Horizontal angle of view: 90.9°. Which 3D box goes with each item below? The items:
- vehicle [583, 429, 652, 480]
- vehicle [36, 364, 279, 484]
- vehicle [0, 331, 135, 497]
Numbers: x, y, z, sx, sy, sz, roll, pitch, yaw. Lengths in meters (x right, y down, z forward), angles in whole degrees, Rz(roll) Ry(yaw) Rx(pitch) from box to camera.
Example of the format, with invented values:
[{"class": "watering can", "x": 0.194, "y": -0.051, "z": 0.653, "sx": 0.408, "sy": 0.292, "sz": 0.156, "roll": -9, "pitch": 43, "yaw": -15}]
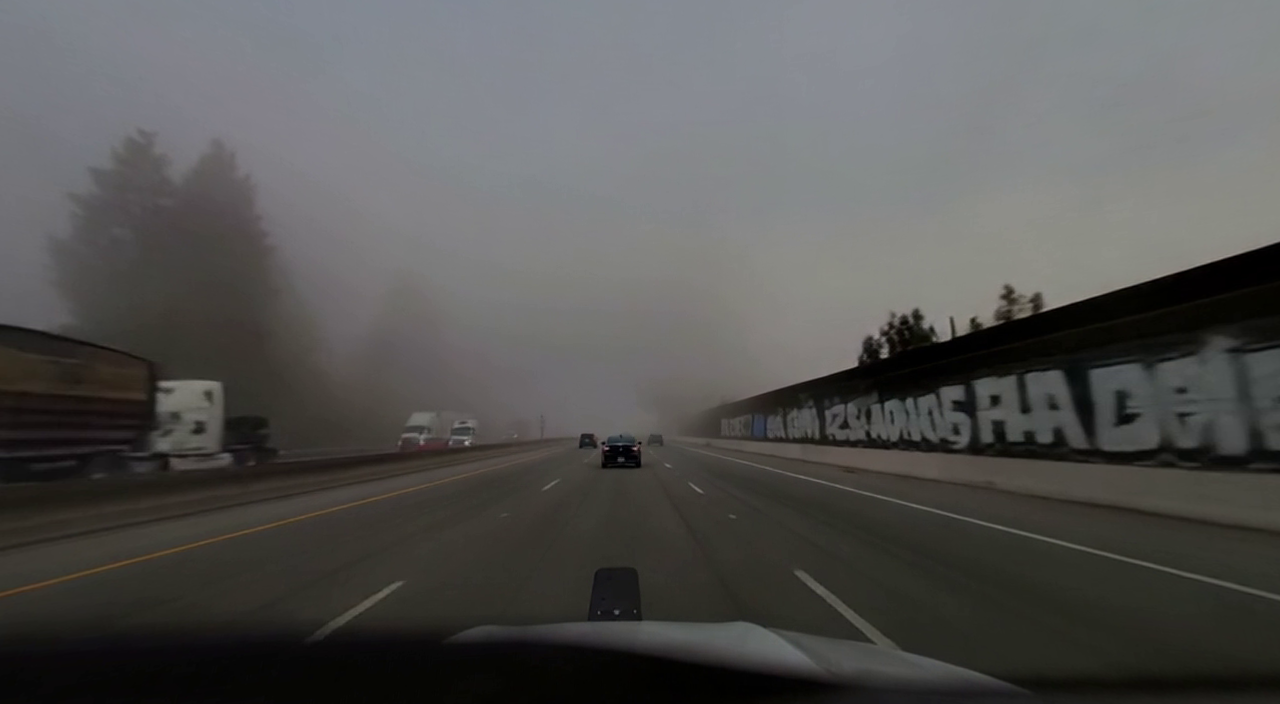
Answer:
[{"class": "vehicle", "x": -0.688, "y": 3.273, "z": 20.498, "sx": 2.044, "sy": 1.477, "sz": 3.693, "roll": 0, "pitch": -8, "yaw": -1}, {"class": "vehicle", "x": -17.149, "y": 2.728, "z": 23.400, "sx": 2.826, "sy": 3.693, "sz": 7.744, "roll": 0, "pitch": -8, "yaw": -1}, {"class": "vehicle", "x": -16.904, "y": 1.269, "z": 13.523, "sx": 2.968, "sy": 3.967, "sz": 11.156, "roll": 0, "pitch": -8, "yaw": -1}]
